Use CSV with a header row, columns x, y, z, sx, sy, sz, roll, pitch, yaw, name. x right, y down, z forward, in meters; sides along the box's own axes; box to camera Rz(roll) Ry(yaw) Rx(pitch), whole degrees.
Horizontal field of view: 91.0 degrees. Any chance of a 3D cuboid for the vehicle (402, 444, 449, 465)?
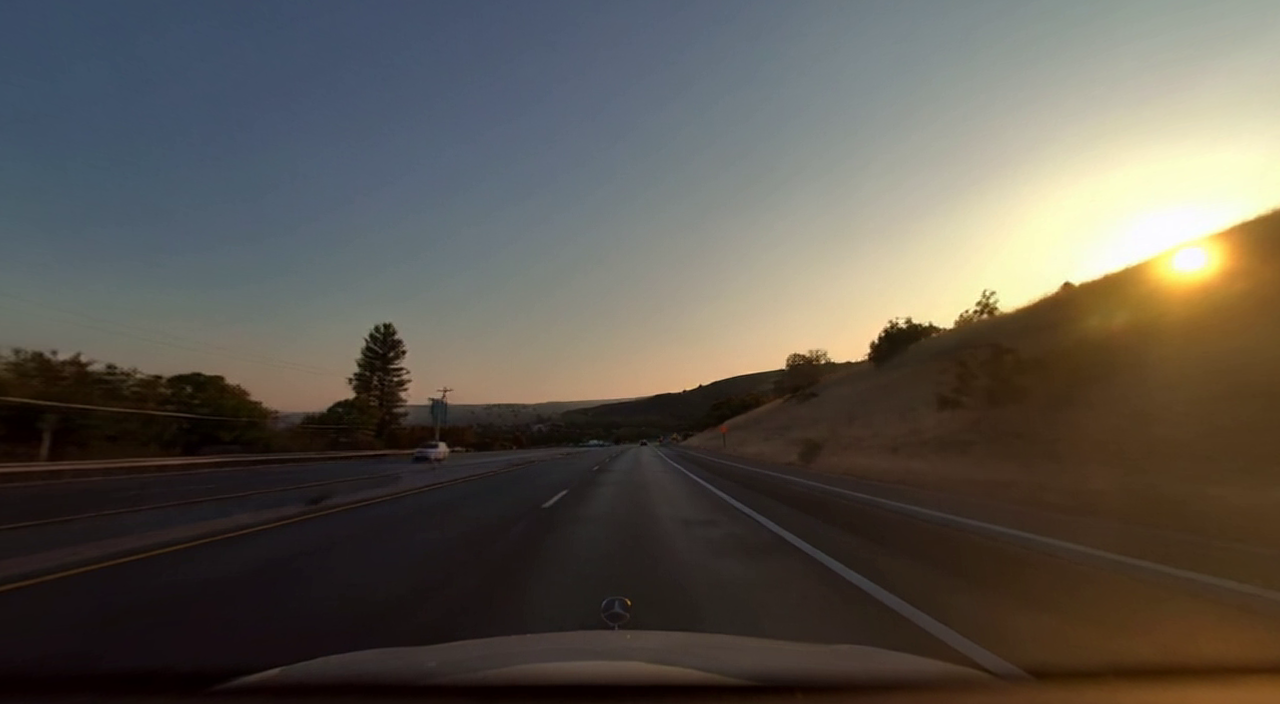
x,y,z,sx,sy,sz,roll,pitch,yaw,name
-15.508,7.386,45.693,1.800,1.432,4.512,-1,-8,1,vehicle
